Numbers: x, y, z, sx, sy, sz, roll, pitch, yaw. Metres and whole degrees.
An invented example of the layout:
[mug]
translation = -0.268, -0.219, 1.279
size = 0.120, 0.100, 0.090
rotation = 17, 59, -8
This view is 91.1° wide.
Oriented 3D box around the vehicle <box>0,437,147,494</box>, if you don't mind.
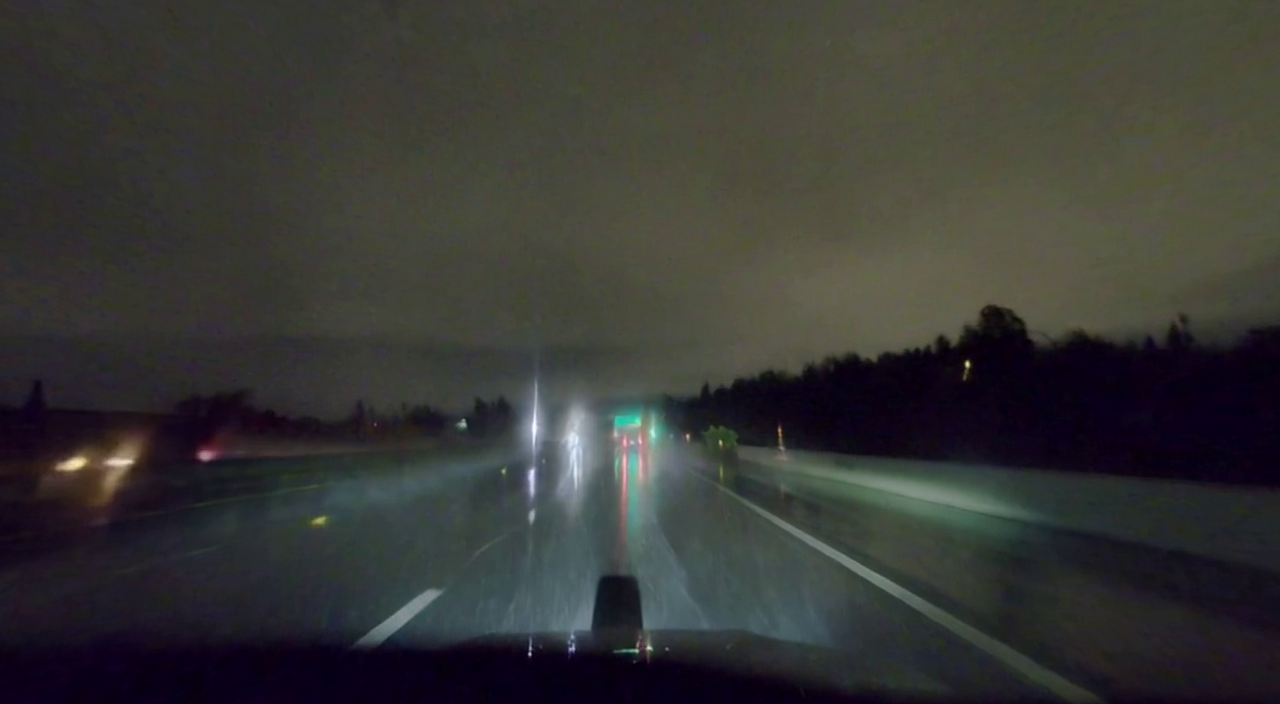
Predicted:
[vehicle]
translation = -19.333, 3.617, 20.662
size = 2.048, 1.610, 5.199
rotation = 0, -8, 0
